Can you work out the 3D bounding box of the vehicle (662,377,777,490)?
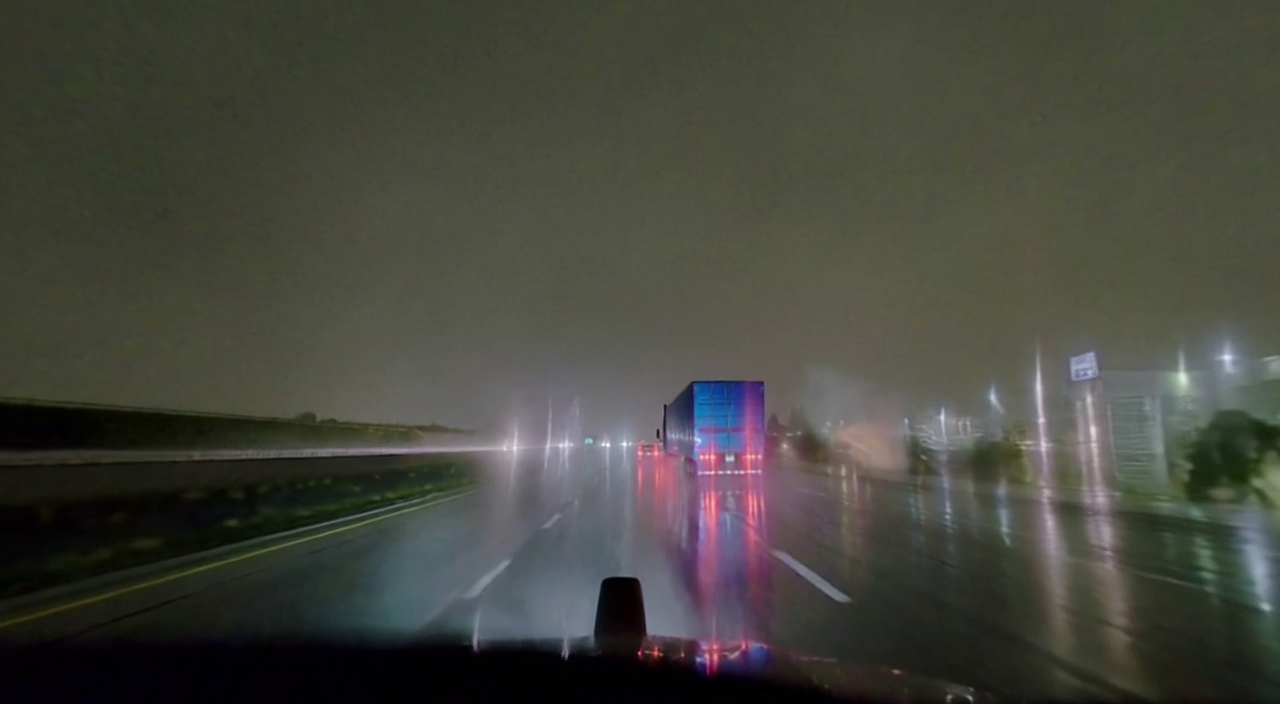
[{"bbox_3d":[3.209,4.245,31.481,3.462,4.177,16.311,0,-9,0],"label":"vehicle"}]
